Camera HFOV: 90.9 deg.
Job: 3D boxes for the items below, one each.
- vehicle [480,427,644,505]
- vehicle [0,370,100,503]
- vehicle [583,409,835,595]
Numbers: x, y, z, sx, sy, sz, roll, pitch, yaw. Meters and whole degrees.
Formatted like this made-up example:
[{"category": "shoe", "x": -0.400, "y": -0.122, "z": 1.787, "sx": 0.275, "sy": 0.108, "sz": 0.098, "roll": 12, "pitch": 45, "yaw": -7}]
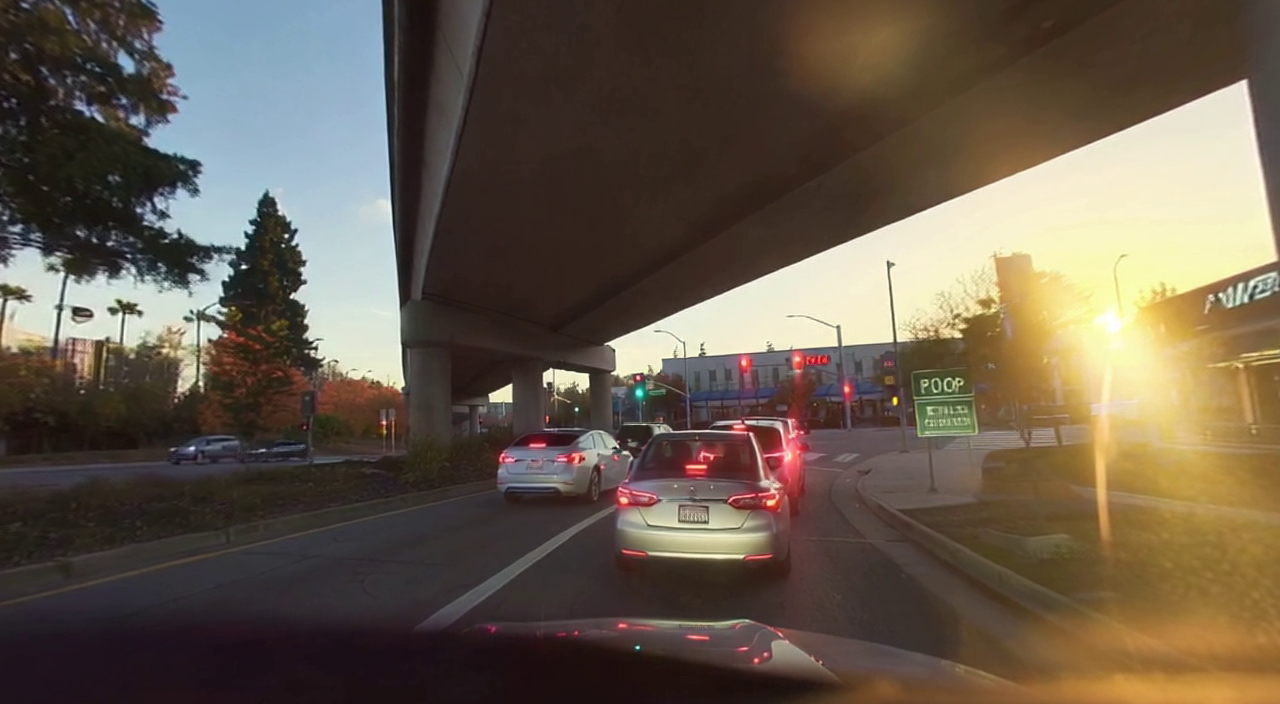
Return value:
[{"category": "vehicle", "x": -1.579, "y": 2.607, "z": 14.929, "sx": 2.214, "sy": 1.519, "sz": 4.704, "roll": -3, "pitch": -9, "yaw": 15}, {"category": "vehicle", "x": -24.412, "y": 2.632, "z": 18.272, "sx": 13.064, "sy": 3.755, "sz": 3.269, "roll": 0, "pitch": -8, "yaw": -13}, {"category": "vehicle", "x": 0.919, "y": 1.624, "z": 7.751, "sx": 2.195, "sy": 1.571, "sz": 4.353, "roll": -2, "pitch": -8, "yaw": 9}]
